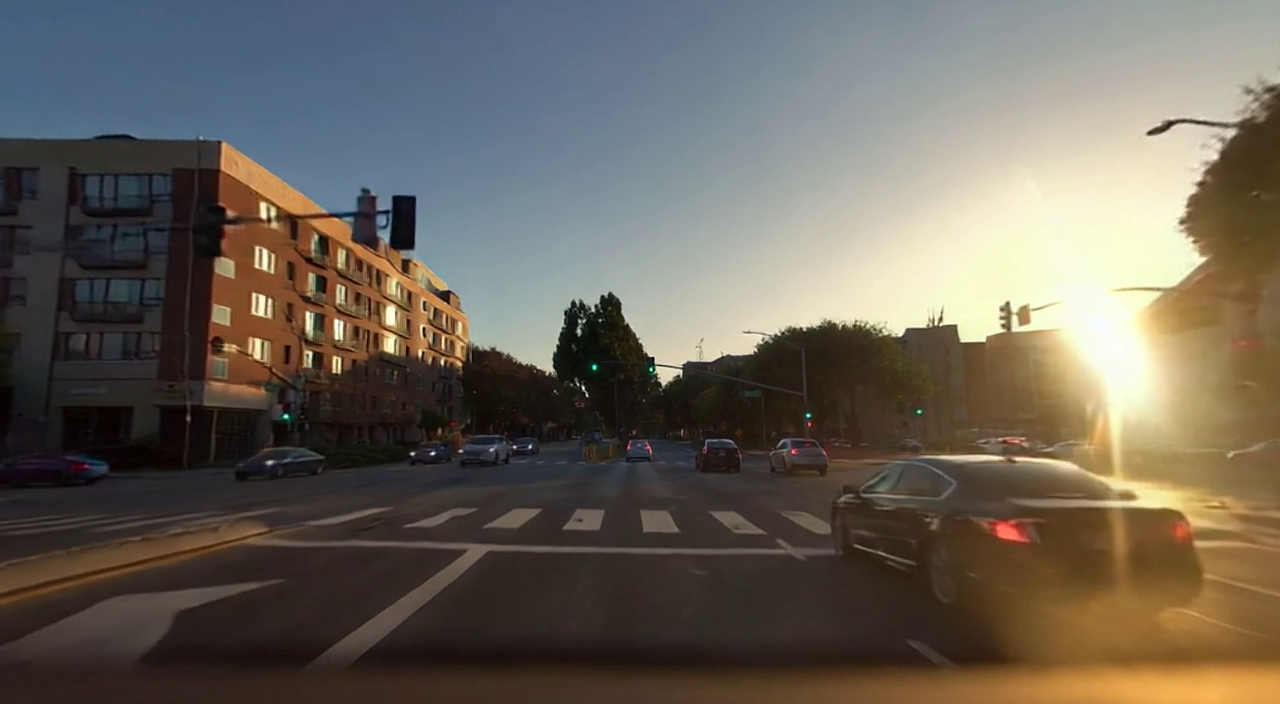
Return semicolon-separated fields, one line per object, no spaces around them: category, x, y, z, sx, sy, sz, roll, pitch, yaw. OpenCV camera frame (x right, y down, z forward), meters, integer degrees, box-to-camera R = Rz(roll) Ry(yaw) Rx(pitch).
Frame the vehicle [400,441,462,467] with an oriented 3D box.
vehicle;-12.344;6.049;37.660;2.181;1.440;4.253;0;-8;1

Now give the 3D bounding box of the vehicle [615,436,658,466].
vehicle;-0.181;5.244;33.556;2.143;1.480;4.006;0;-8;-1

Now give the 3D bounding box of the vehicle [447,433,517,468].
vehicle;-8.538;5.389;34.675;2.590;1.769;4.827;0;-8;1

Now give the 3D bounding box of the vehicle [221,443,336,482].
vehicle;-15.359;4.679;27.201;2.144;1.463;4.701;0;-8;1

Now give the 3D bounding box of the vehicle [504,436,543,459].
vehicle;-8.995;7.444;49.269;2.160;1.689;4.451;0;-8;1

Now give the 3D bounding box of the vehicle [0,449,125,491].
vehicle;-23.502;4.587;24.846;4.751;1.501;2.147;-1;-8;5

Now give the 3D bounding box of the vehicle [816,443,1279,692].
vehicle;3.286;1.503;5.707;2.080;1.321;4.382;0;-8;-1

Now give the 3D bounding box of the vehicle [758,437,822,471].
vehicle;7.046;4.815;30.183;1.861;1.473;4.393;0;-8;-2

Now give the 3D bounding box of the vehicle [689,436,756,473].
vehicle;3.534;4.475;27.901;2.226;1.490;4.593;0;-8;-2
